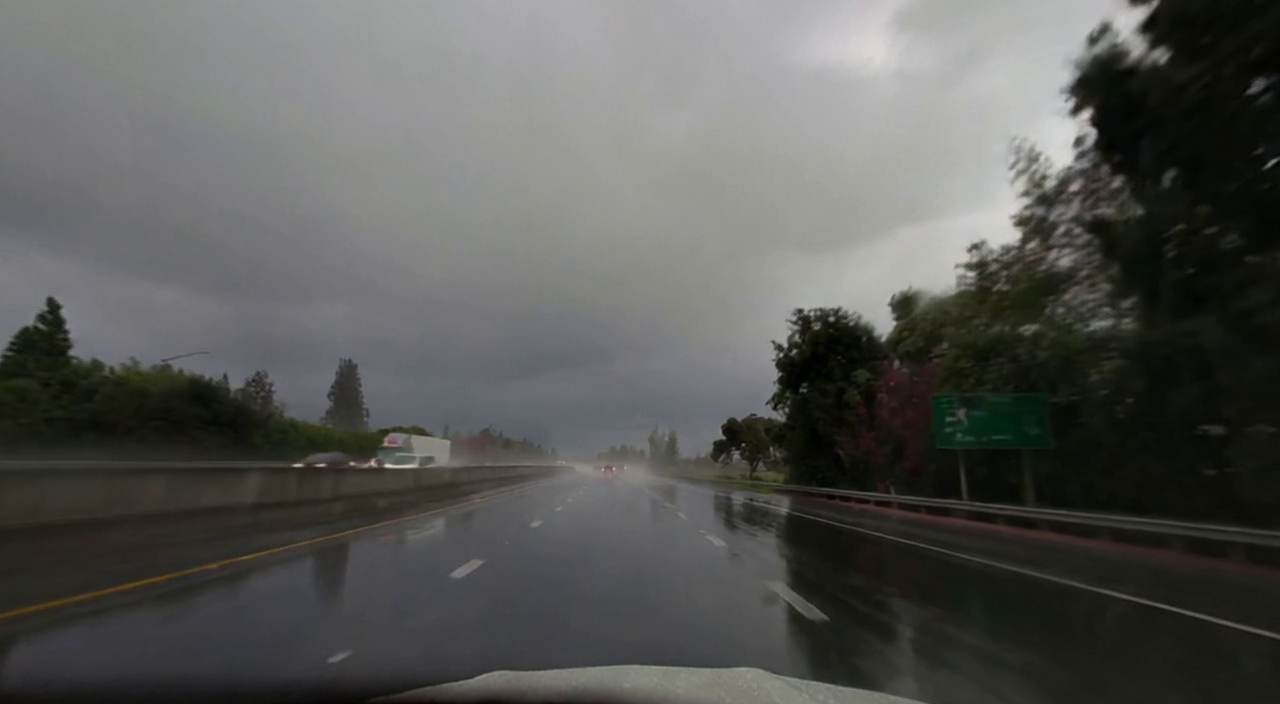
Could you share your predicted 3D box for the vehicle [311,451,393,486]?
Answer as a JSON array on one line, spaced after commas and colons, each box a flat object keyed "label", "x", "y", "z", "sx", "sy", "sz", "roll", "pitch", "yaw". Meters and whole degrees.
[{"label": "vehicle", "x": -13.760, "y": 5.625, "z": 30.482, "sx": 1.994, "sy": 1.547, "sz": 4.451, "roll": 1, "pitch": -11, "yaw": -2}]

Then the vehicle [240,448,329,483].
[{"label": "vehicle", "x": -17.222, "y": 5.553, "z": 30.832, "sx": 1.966, "sy": 1.551, "sz": 4.257, "roll": 1, "pitch": -10, "yaw": -2}]
